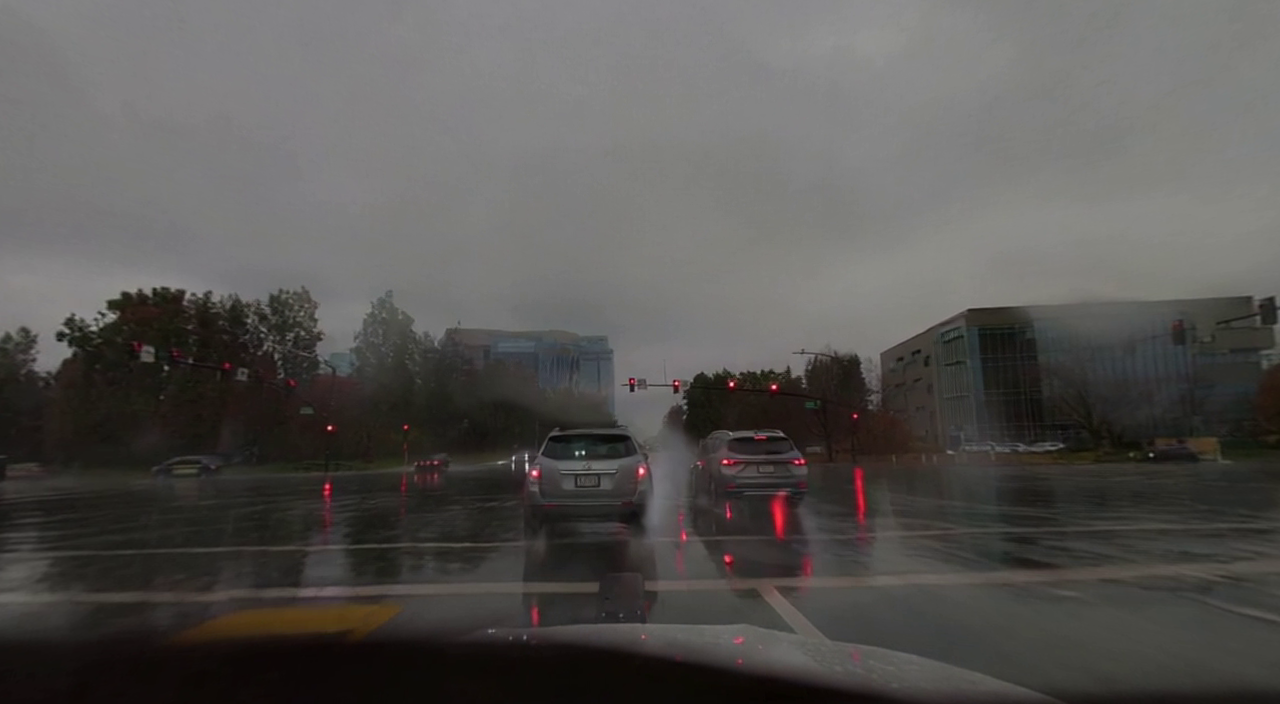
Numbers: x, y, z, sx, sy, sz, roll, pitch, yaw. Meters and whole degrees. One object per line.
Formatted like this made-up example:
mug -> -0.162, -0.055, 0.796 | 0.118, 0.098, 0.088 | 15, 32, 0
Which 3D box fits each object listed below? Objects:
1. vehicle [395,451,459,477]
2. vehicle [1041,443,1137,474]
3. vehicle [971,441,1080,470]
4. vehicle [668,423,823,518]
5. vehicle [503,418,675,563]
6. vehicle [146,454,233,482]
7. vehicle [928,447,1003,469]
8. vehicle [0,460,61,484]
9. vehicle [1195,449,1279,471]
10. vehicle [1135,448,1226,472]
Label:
vehicle -> -13.916, 7.267, 41.228 | 3.771, 1.593, 1.789 | -5, -10, 28
vehicle -> 27.347, 6.496, 38.572 | 4.322, 1.595, 1.752 | -4, -10, 5
vehicle -> 25.918, 6.964, 42.642 | 5.895, 1.921, 2.150 | 0, -9, 1
vehicle -> 2.137, 2.602, 14.393 | 2.228, 1.798, 4.370 | 1, -9, -8
vehicle -> -0.799, 1.963, 9.691 | 2.039, 1.698, 4.144 | 1, -9, -6
vehicle -> -29.020, 7.435, 40.747 | 4.318, 1.712, 2.188 | -2, -9, 14
vehicle -> 24.918, 8.132, 48.463 | 4.587, 1.634, 2.078 | 0, -9, -1
vehicle -> -45.231, 8.746, 46.091 | 4.097, 1.705, 1.804 | 0, -9, 1
vehicle -> 42.624, 7.658, 44.876 | 4.495, 1.495, 1.782 | -1, -8, 2
vehicle -> 35.698, 7.114, 41.753 | 4.446, 1.530, 1.728 | 0, -8, -2
